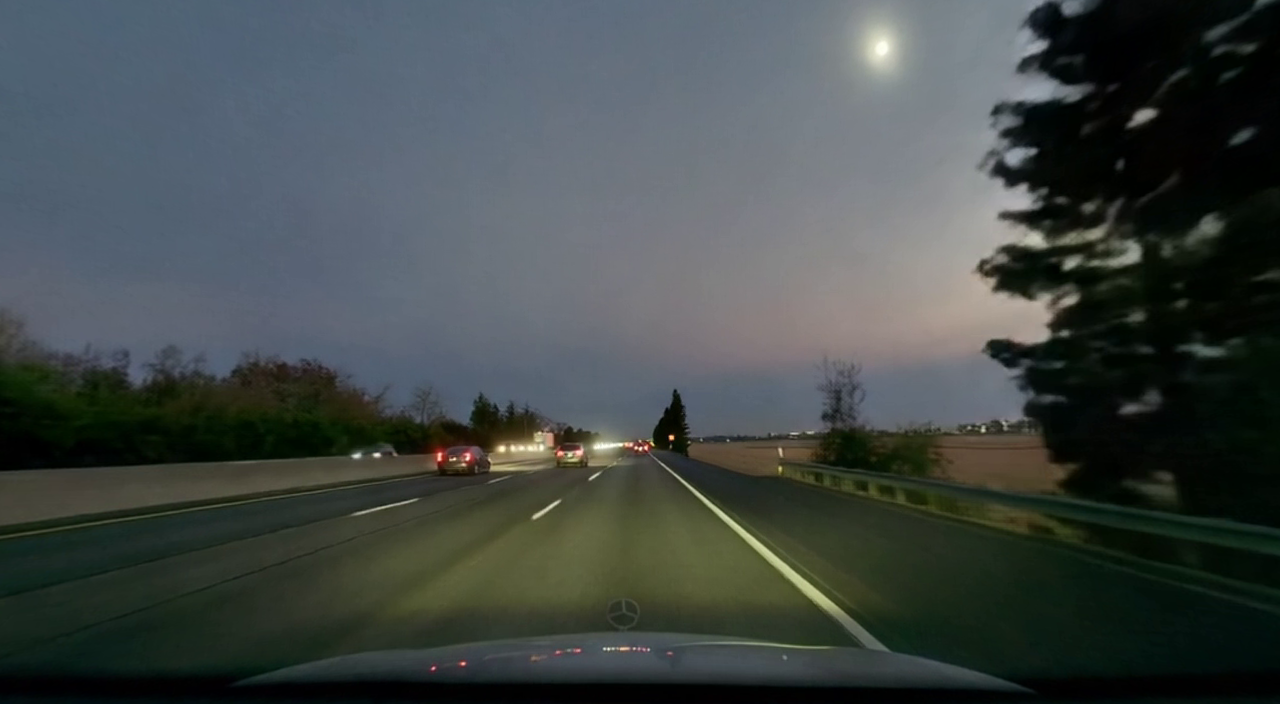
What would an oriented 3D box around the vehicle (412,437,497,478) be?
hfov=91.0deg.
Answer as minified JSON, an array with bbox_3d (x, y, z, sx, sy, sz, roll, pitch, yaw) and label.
[{"bbox_3d":[-7.560,4.326,26.159,2.034,1.523,4.627,0,-8,1],"label":"vehicle"}]

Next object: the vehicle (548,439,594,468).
[{"bbox_3d":[-3.969,5.910,36.905,2.083,1.588,4.801,0,-8,1],"label":"vehicle"}]
